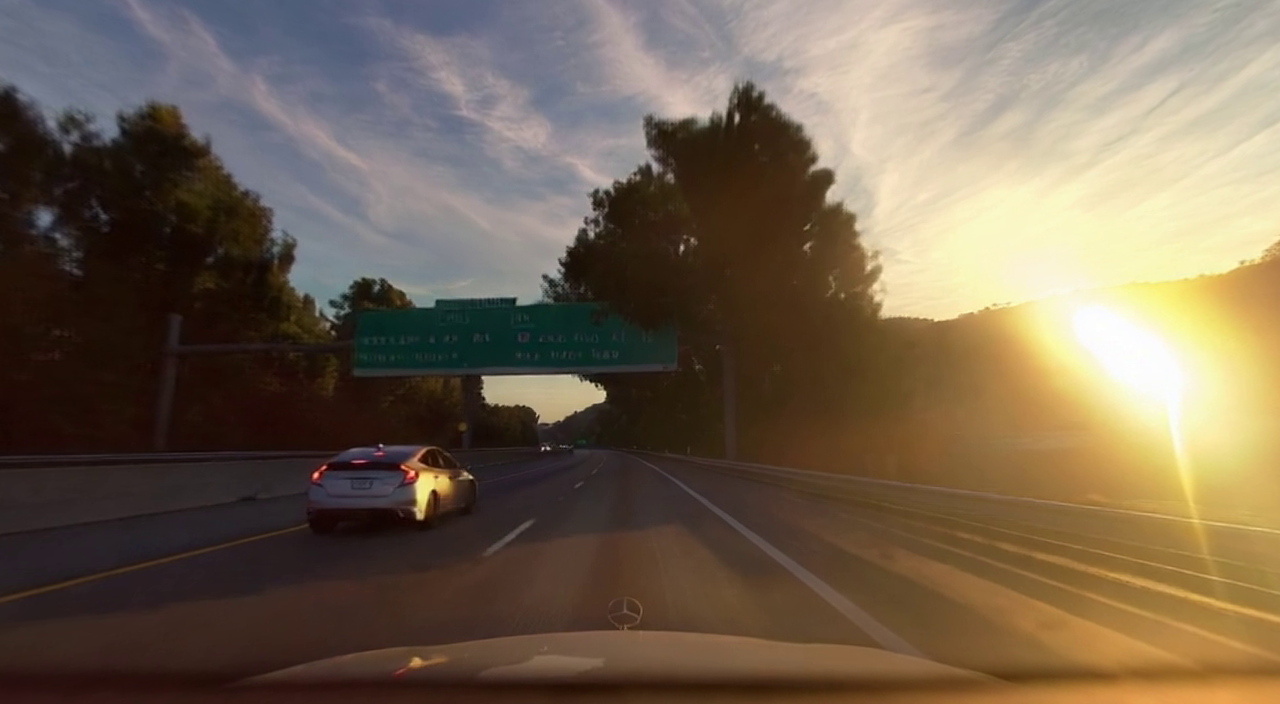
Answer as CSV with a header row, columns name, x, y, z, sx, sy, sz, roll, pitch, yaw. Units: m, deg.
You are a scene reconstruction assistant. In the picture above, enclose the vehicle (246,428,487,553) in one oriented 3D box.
name,x,y,z,sx,sy,sz,roll,pitch,yaw
vehicle,-3.875,2.018,9.816,1.990,1.532,3.911,0,-9,0
